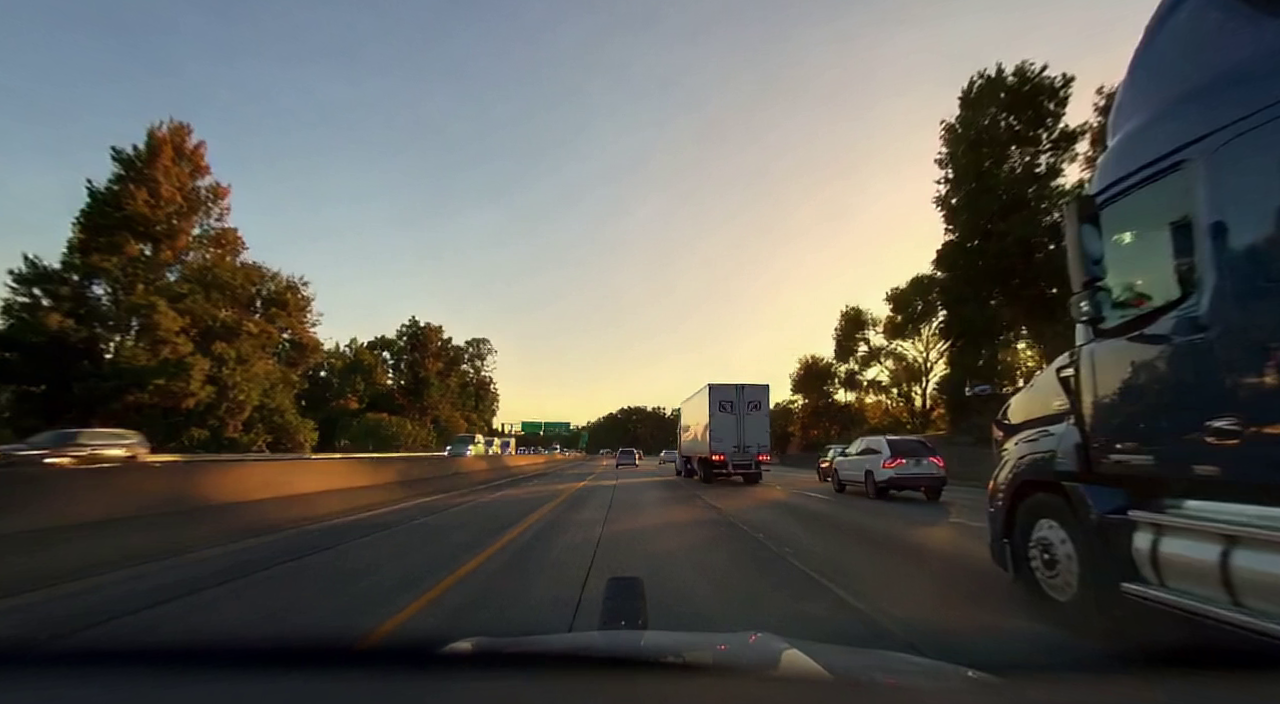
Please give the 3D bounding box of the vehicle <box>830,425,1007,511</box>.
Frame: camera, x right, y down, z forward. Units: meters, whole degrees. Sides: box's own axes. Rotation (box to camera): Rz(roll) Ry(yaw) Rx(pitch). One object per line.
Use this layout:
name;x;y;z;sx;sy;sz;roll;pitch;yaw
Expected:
vehicle;6.880;2.943;16.385;2.128;1.872;5.043;0;-9;-2

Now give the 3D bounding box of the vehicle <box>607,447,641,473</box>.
vehicle;-1.073;7.102;41.703;2.111;1.599;3.859;0;-9;-2

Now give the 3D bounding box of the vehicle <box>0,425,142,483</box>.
vehicle;-16.065;2.779;17.263;1.788;1.405;3.707;0;-9;-1

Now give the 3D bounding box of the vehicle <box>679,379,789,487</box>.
vehicle;3.909;4.068;30.363;2.890;4.006;14.039;0;-9;-1

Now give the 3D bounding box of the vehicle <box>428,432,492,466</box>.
vehicle;-9.042;4.938;32.037;2.011;1.632;4.371;0;-9;-1

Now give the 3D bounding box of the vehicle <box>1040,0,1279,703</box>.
vehicle;3.808;-0.285;0.301;2.998;3.843;6.178;0;-9;0
